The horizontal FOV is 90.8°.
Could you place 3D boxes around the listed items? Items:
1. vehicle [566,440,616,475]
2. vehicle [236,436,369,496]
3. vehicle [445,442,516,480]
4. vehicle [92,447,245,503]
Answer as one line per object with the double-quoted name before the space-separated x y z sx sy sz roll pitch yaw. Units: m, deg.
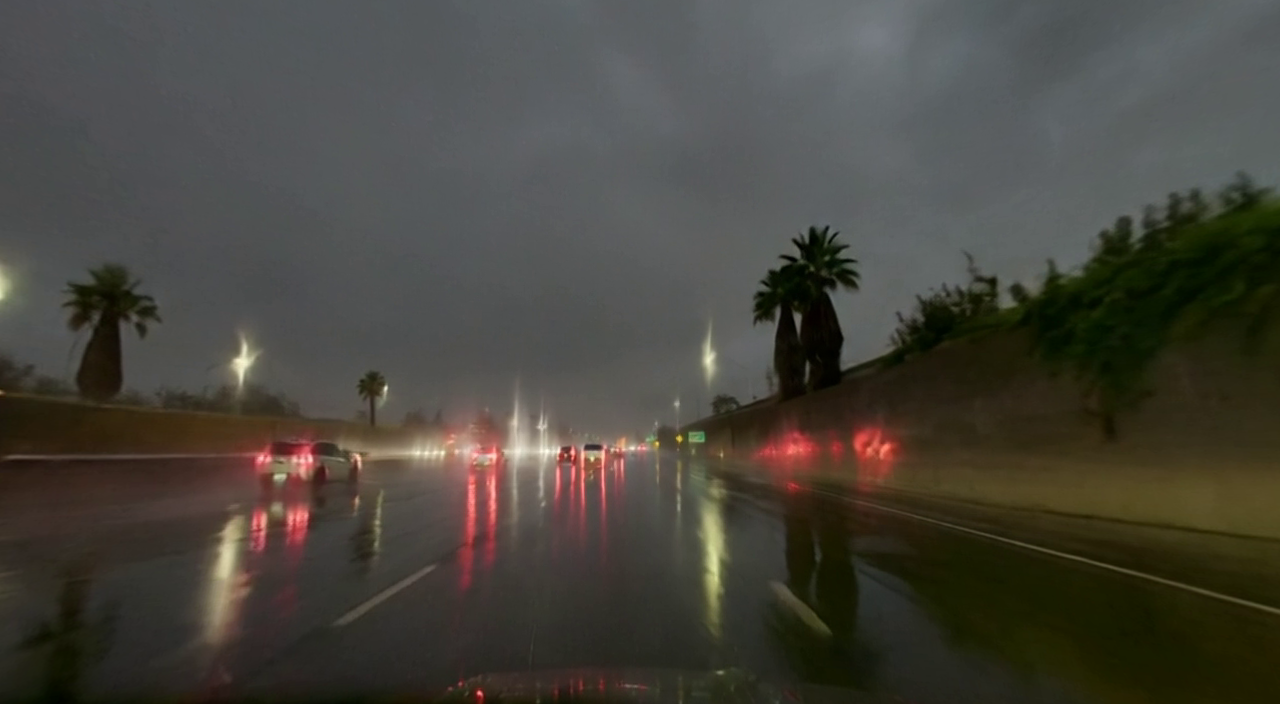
"vehicle" -2.424 5.365 32.401 2.201 1.672 4.128 -1 -8 0
"vehicle" -11.884 4.005 22.724 1.986 1.875 4.902 -1 -8 1
"vehicle" -7.625 5.227 30.649 2.204 1.677 4.438 -1 -8 1
"vehicle" -15.890 4.107 21.627 1.836 1.662 4.317 -1 -8 1
